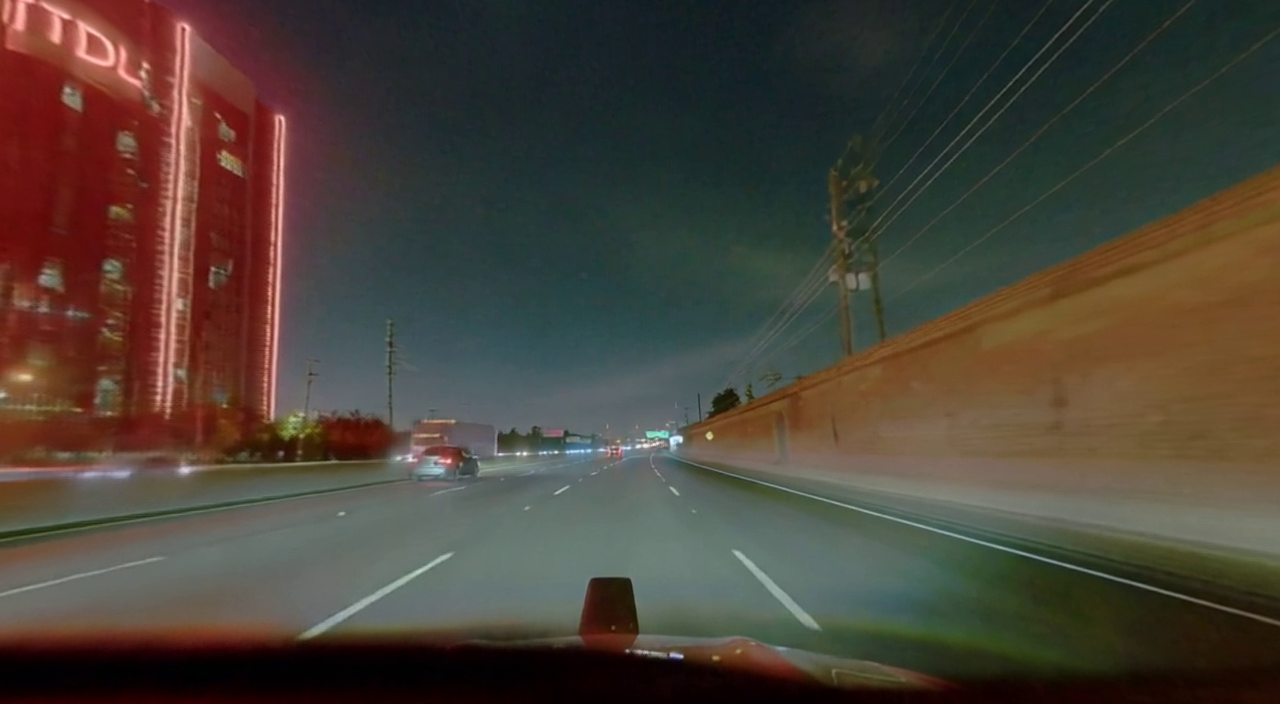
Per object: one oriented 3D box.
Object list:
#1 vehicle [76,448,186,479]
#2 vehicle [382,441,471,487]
[{"bbox_3d":[-25.878,5.671,32.356,1.917,1.431,4.473,0,-9,0],"label":"vehicle"},{"bbox_3d":[-7.980,4.218,24.046,2.013,1.574,3.923,0,-9,0],"label":"vehicle"}]
